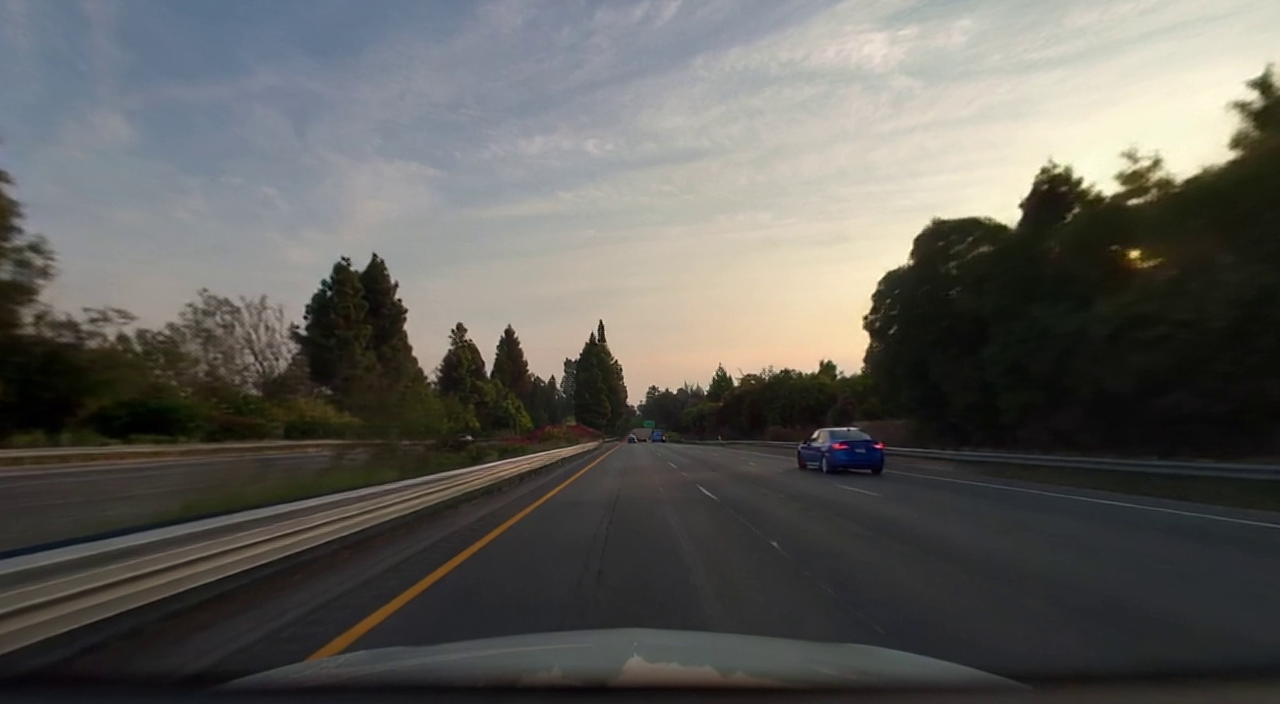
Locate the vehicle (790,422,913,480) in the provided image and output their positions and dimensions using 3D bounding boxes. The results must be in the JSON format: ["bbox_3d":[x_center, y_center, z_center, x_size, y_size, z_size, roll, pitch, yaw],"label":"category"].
[{"bbox_3d":[6.878,3.291,21.217,2.273,1.698,4.863,0,-8,-3],"label":"vehicle"}]
